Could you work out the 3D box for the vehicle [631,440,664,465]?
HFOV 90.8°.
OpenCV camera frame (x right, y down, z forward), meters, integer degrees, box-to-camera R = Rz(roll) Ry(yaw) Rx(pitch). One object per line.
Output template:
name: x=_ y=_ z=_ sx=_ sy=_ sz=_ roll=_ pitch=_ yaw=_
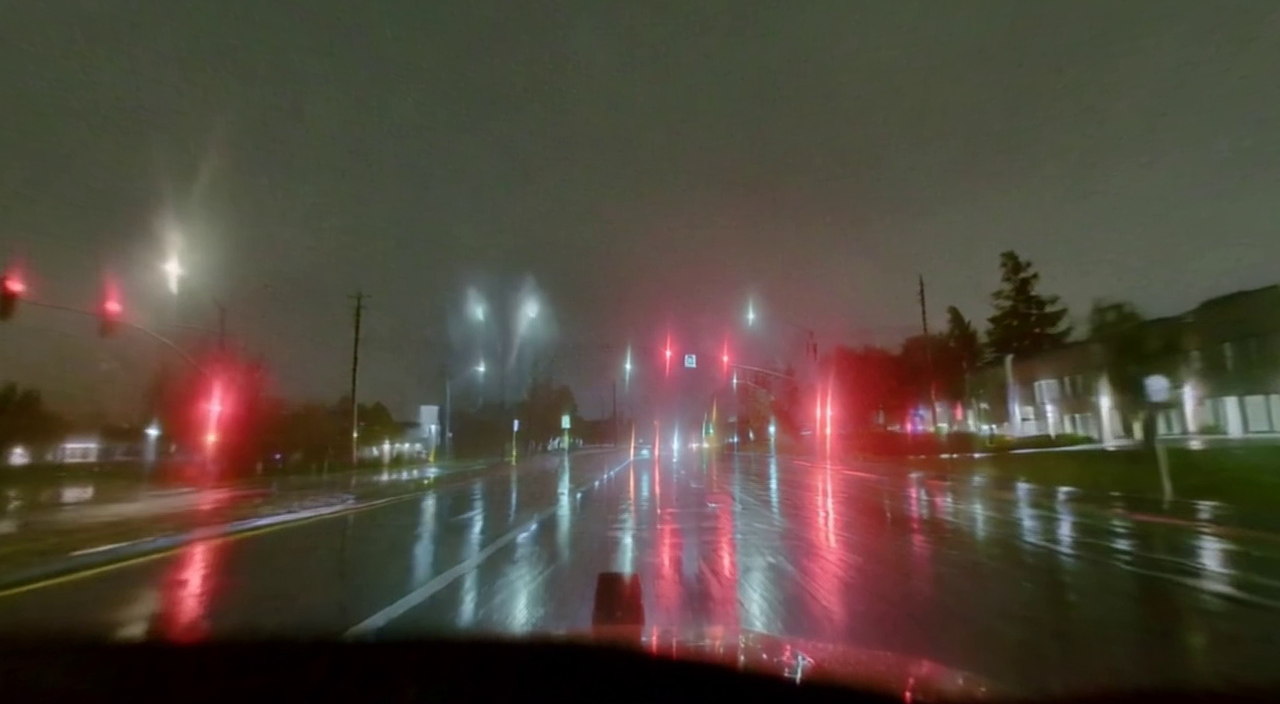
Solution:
vehicle: x=0.517 y=6.540 z=41.259 sx=2.037 sy=1.568 sz=3.693 roll=0 pitch=-9 yaw=2
